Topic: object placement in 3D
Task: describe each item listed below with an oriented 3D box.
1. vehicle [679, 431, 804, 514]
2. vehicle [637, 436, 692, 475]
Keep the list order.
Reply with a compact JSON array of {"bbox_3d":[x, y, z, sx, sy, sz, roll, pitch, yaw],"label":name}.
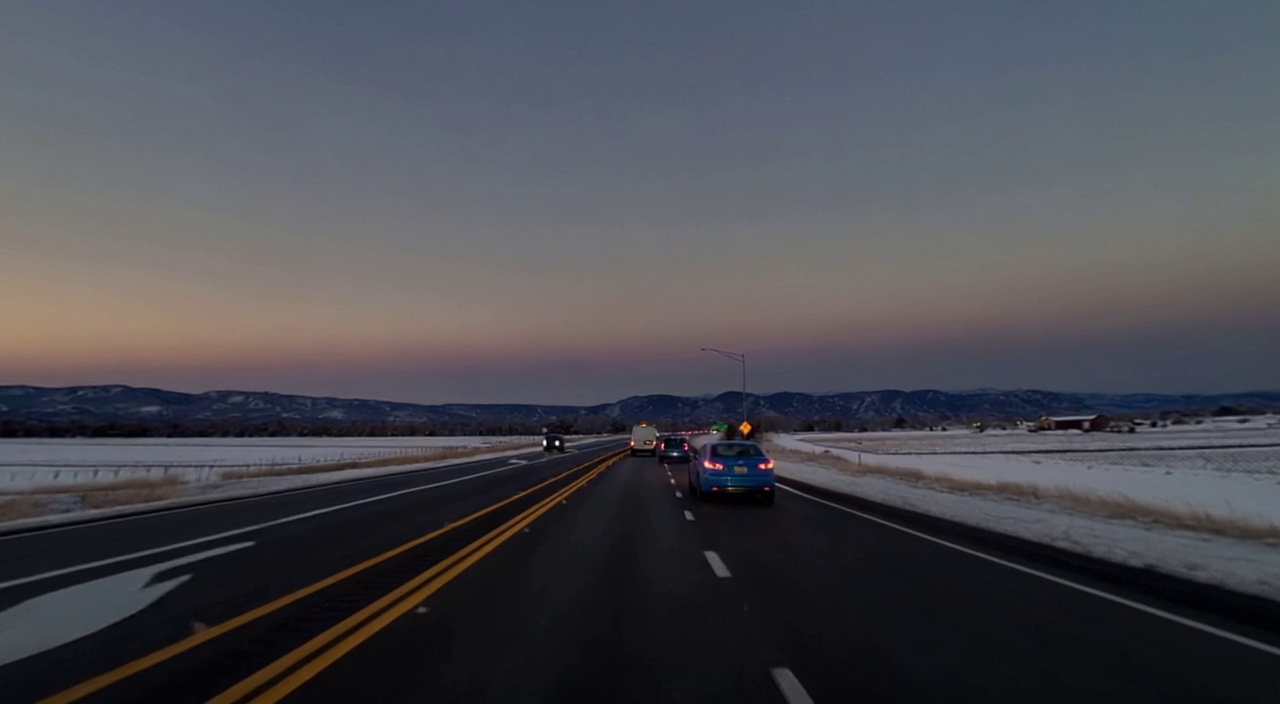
[{"bbox_3d":[2.035,2.562,13.898,2.007,1.534,3.976,0,-8,-1],"label":"vehicle"},{"bbox_3d":[0.972,4.469,27.458,2.026,1.531,4.273,0,-8,-2],"label":"vehicle"}]
